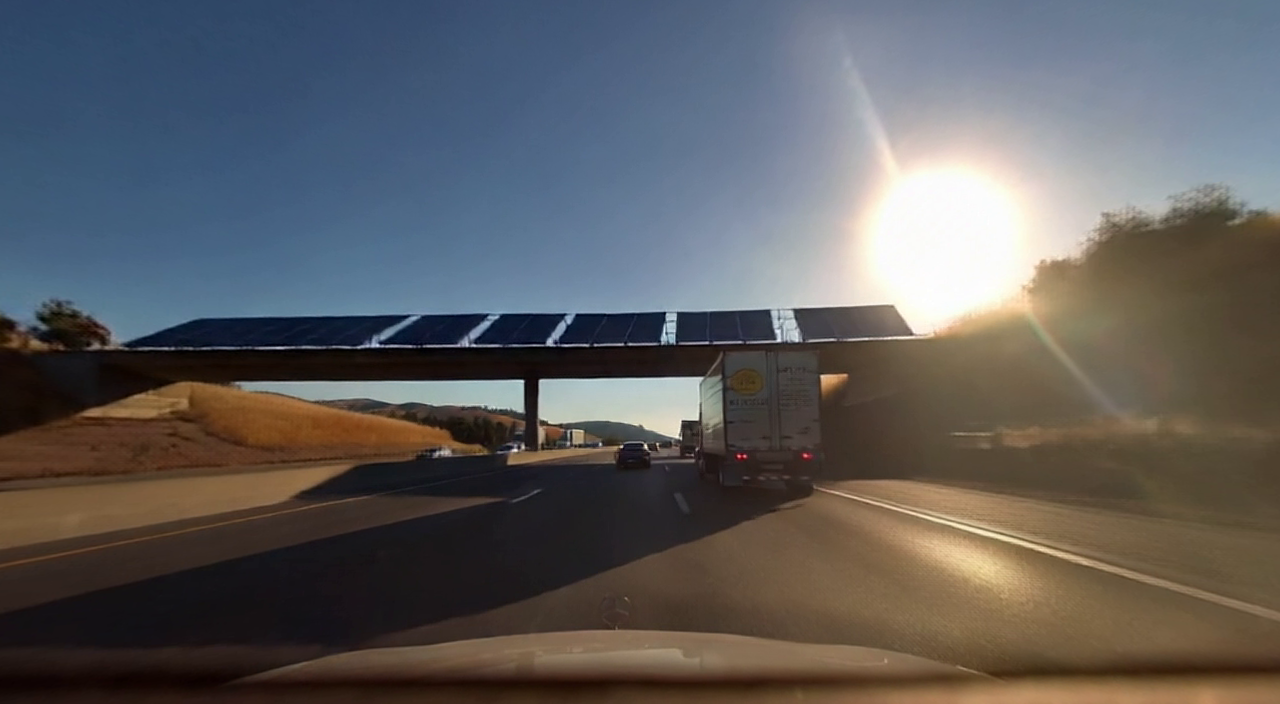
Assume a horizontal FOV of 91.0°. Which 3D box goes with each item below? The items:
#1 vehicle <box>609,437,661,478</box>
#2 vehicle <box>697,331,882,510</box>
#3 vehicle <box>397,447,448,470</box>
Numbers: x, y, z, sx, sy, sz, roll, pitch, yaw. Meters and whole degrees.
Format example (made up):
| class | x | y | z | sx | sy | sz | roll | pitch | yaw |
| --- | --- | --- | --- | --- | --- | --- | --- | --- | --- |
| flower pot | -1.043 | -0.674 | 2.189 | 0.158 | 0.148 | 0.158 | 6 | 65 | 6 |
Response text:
| class | x | y | z | sx | sy | sz | roll | pitch | yaw |
| --- | --- | --- | --- | --- | --- | --- | --- | --- | --- |
| vehicle | -0.141 | 4.436 | 26.854 | 2.066 | 1.581 | 4.268 | -1 | -8 | 2 |
| vehicle | 3.471 | 2.082 | 17.820 | 2.967 | 3.633 | 10.015 | -1 | -8 | 1 |
| vehicle | -15.504 | 7.621 | 45.203 | 1.827 | 1.455 | 4.567 | -1 | -8 | 3 |
